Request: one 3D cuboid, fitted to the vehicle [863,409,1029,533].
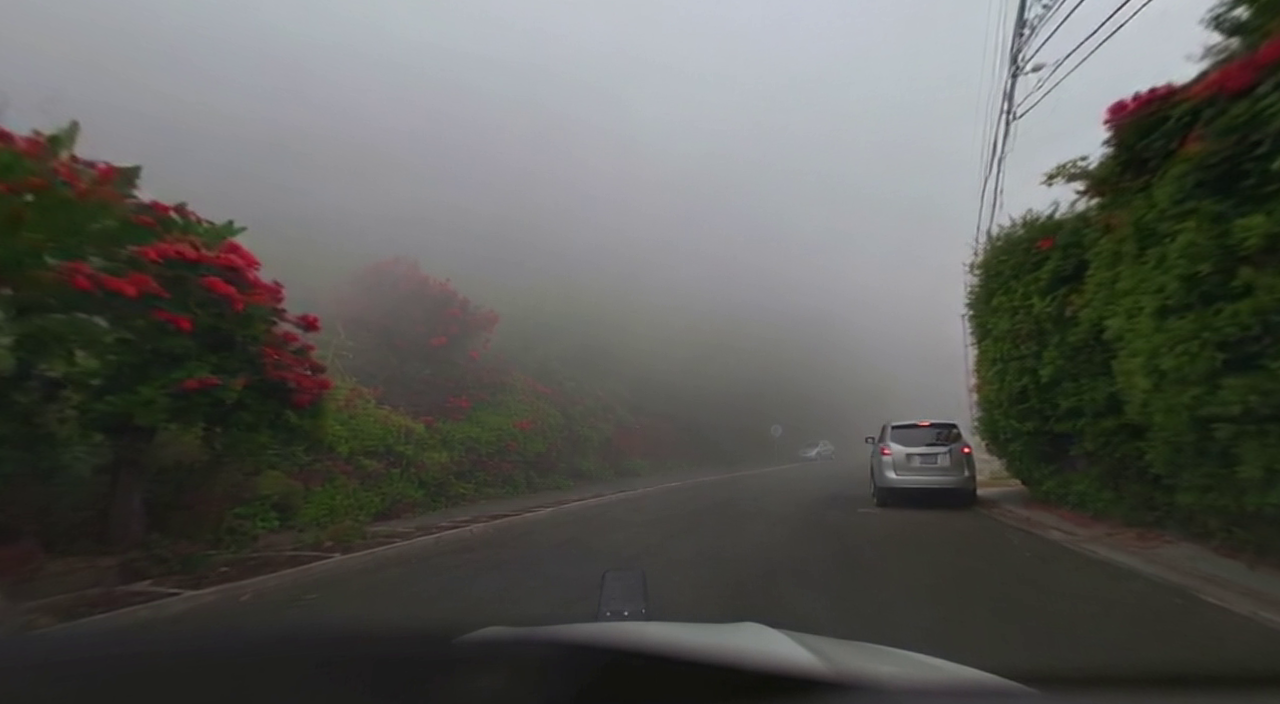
[{"bbox_3d":[5.824,2.290,12.829,2.311,1.909,5.570,-3,-9,19],"label":"vehicle"}]
